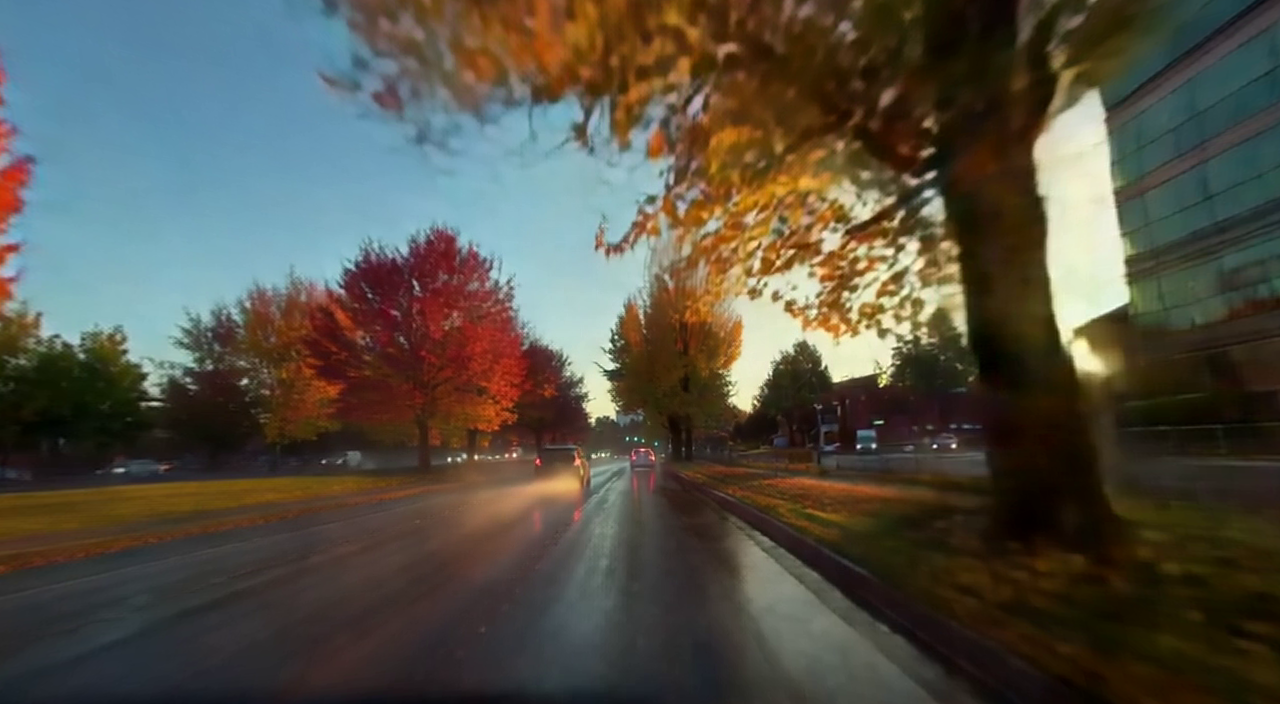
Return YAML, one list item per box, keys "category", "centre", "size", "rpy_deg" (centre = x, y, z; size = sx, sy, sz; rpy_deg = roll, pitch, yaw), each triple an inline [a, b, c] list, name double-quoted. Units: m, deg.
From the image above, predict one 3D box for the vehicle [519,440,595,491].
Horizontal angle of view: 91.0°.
- category: "vehicle"
  centre: [-2.993, 4.193, 23.613]
  size: [2.197, 1.709, 4.069]
  rpy_deg: [0, -8, 1]

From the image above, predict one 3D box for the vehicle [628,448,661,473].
- category: "vehicle"
  centre: [0.262, 6.962, 40.632]
  size: [2.040, 1.493, 3.682]
  rpy_deg: [0, -8, -1]

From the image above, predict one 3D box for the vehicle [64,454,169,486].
- category: "vehicle"
  centre: [-34.184, 7.689, 41.396]
  size: [1.864, 1.798, 5.882]
  rpy_deg: [0, -8, -1]
